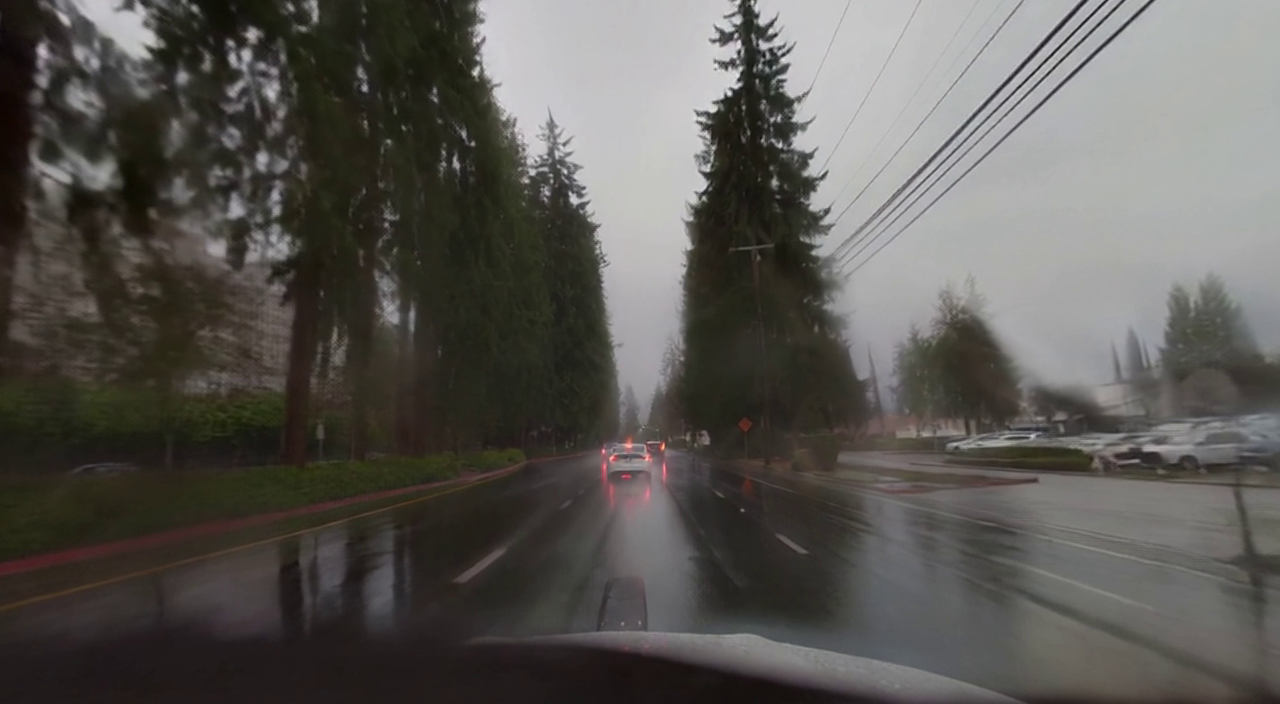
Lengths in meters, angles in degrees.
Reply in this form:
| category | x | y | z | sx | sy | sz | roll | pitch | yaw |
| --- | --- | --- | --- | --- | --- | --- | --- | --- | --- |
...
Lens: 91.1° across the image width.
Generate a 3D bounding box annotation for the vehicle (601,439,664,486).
| category | x | y | z | sx | sy | sz | roll | pitch | yaw |
| --- | --- | --- | --- | --- | --- | --- | --- | --- | --- |
| vehicle | -0.239 | 3.774 | 21.736 | 1.991 | 1.463 | 3.988 | 0 | -8 | 0 |
